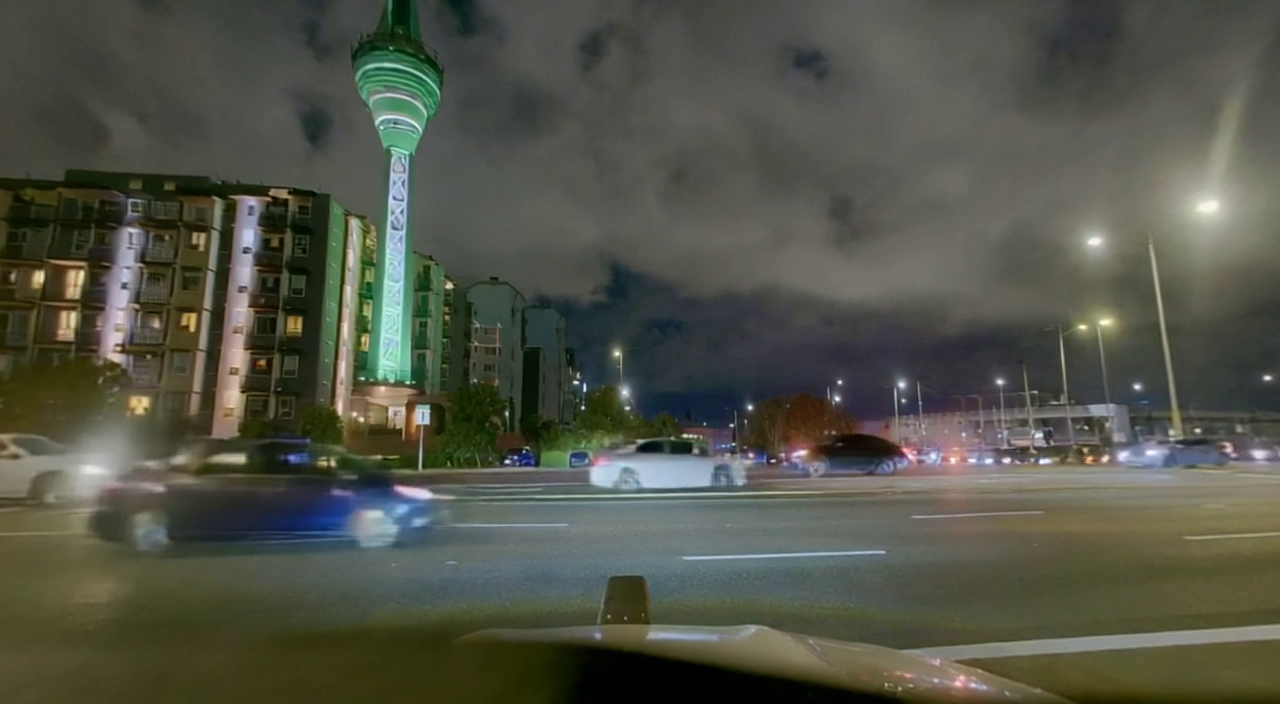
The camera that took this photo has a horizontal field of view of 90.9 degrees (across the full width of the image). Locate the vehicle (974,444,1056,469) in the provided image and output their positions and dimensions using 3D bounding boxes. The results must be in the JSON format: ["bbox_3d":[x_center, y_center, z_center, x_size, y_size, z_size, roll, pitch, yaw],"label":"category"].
[{"bbox_3d":[25.285,7.042,42.549,4.604,1.600,1.875,2,-9,-11],"label":"vehicle"}]

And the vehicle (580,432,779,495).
[{"bbox_3d":[0.923,2.850,16.375,4.818,1.470,1.989,1,-9,-9],"label":"vehicle"}]

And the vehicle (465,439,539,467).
[{"bbox_3d":[-10.173,7.463,46.560,4.920,1.956,1.865,-2,-9,15],"label":"vehicle"}]

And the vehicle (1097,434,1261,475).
[{"bbox_3d":[20.631,3.918,24.211,4.921,1.453,1.894,1,-9,-8],"label":"vehicle"}]

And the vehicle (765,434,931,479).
[{"bbox_3d":[7.347,3.698,22.466,5.371,1.488,1.763,1,-9,-10],"label":"vehicle"}]

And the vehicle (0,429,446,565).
[{"bbox_3d":[-5.244,1.849,8.579,4.685,1.528,2.014,1,-9,-9],"label":"vehicle"}]
